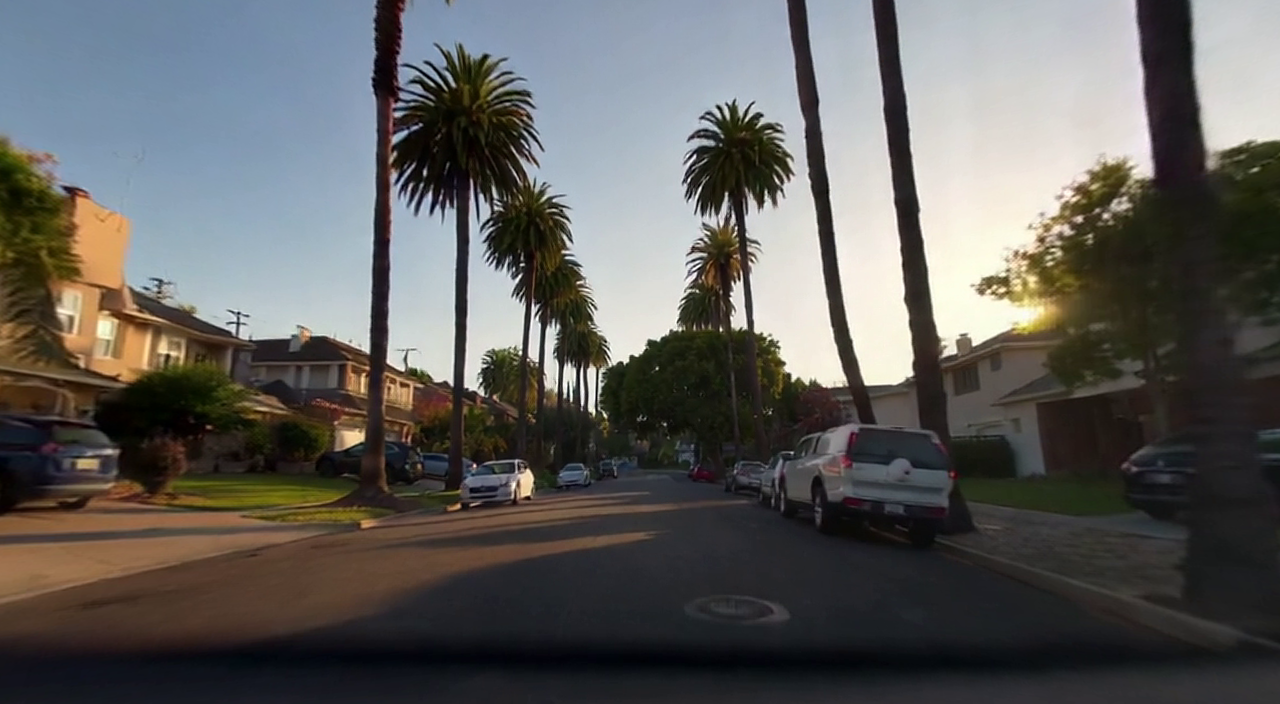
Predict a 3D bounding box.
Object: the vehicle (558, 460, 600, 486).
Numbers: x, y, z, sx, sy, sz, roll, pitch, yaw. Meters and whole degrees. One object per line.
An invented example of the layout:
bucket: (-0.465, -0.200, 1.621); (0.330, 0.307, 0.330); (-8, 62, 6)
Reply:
vehicle: (-3.630, 7.342, 38.514); (2.080, 1.479, 4.531); (0, -10, 0)

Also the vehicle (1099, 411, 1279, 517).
vehicle: (10.376, 1.752, 9.996); (4.643, 1.520, 1.826); (-1, -9, 4)

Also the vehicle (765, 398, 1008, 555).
vehicle: (3.851, 2.113, 11.482); (2.184, 2.038, 6.212); (0, -9, 3)

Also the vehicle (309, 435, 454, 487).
vehicle: (-10.618, 4.493, 26.303); (4.991, 1.947, 2.329); (1, -8, 0)

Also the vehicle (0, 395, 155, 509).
vehicle: (-11.371, 1.768, 11.049); (4.161, 1.775, 1.961); (-2, -9, 3)

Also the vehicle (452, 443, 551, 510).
vehicle: (-4.312, 3.917, 20.541); (2.147, 1.823, 4.725); (-1, -8, 0)
